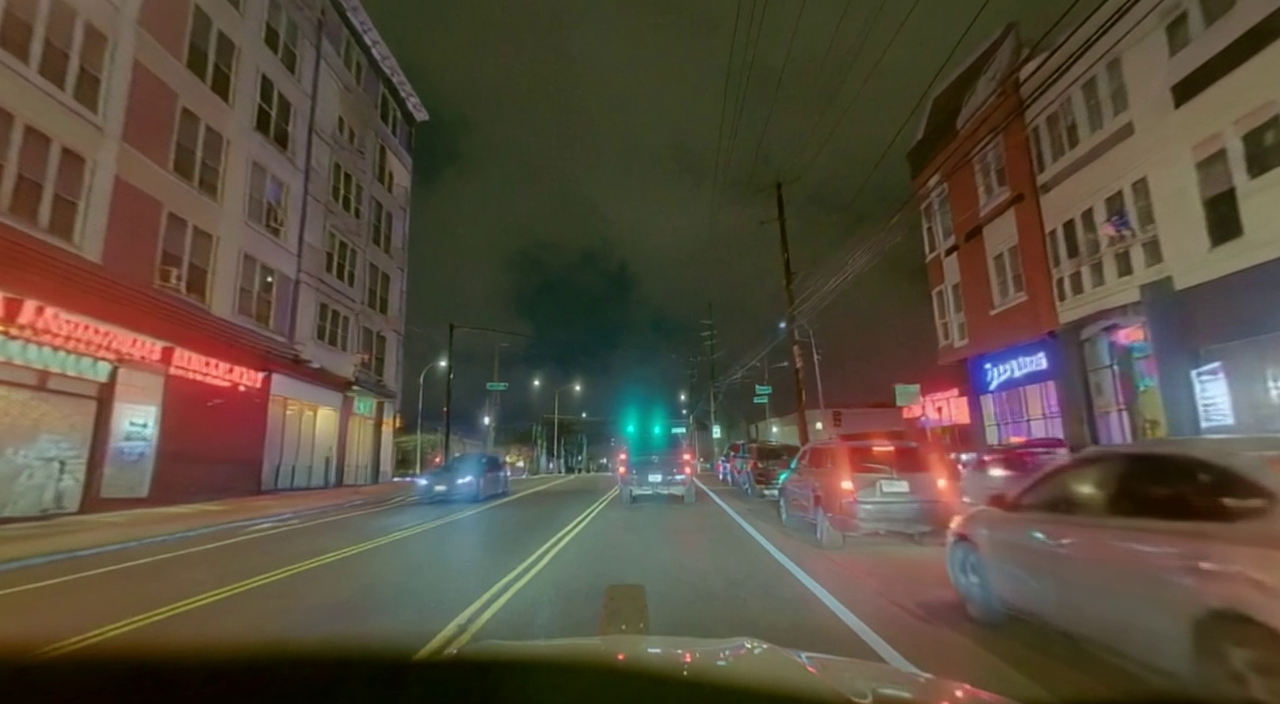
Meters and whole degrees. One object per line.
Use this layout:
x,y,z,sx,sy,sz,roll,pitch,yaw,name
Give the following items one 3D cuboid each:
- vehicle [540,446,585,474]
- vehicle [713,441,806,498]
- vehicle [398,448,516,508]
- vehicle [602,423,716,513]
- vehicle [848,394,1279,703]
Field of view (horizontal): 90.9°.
-5.020,7.025,41.377,2.215,1.703,4.614,-1,-8,2,vehicle
3.364,3.368,18.534,1.970,1.452,4.227,-1,-8,1,vehicle
-5.123,3.562,18.391,1.966,1.470,4.528,-1,-8,2,vehicle
0.385,2.580,14.453,2.232,1.736,4.036,0,-8,0,vehicle
3.127,1.144,3.786,2.116,1.487,4.988,0,-8,1,vehicle
